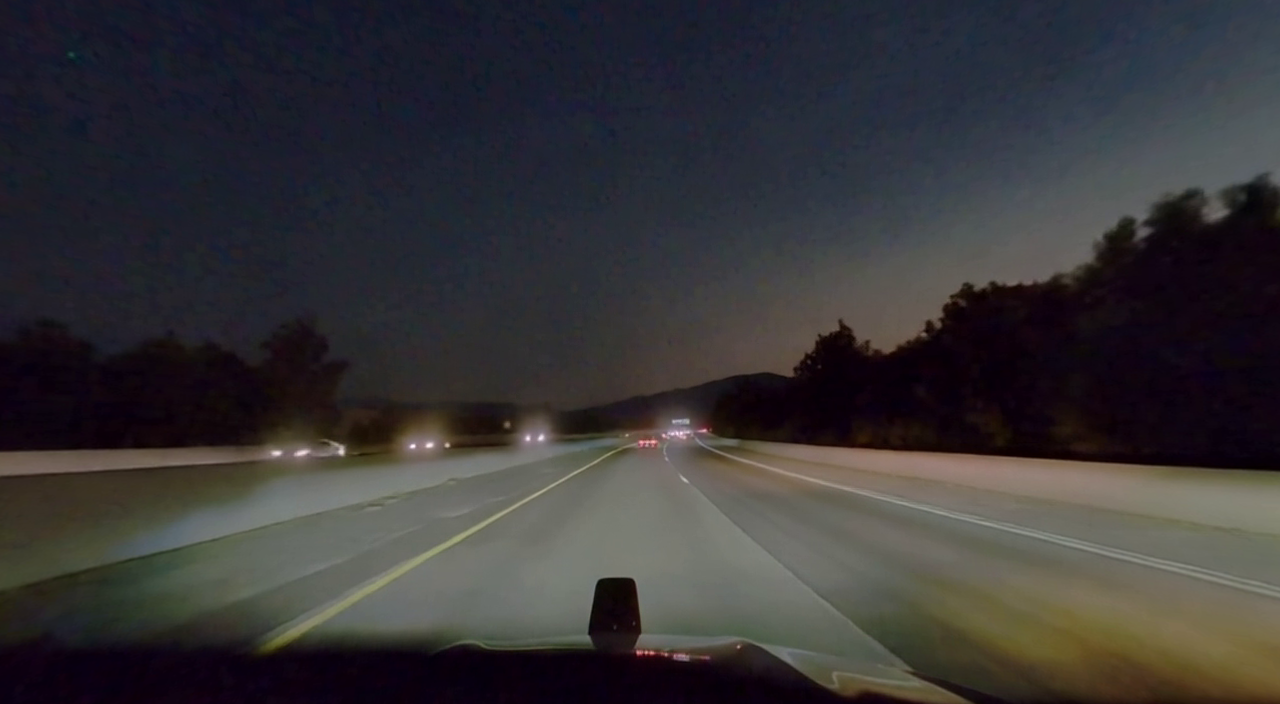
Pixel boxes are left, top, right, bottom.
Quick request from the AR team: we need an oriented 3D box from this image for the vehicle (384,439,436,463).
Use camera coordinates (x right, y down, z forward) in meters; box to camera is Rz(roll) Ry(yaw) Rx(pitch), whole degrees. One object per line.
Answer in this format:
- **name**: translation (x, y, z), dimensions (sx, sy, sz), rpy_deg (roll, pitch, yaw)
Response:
- **vehicle**: translation (-14.936, 6.434, 41.051), dimensions (1.833, 1.448, 4.087), rpy_deg (0, -8, 0)

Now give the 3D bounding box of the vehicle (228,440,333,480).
- **vehicle**: translation (-15.409, 4.616, 27.261), dimensions (1.963, 1.491, 4.329), rpy_deg (-1, -8, 1)

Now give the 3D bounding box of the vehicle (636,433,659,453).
- **vehicle**: translation (0.582, 7.173, 49.650), dimensions (1.771, 1.480, 3.781), rpy_deg (0, -8, 0)
